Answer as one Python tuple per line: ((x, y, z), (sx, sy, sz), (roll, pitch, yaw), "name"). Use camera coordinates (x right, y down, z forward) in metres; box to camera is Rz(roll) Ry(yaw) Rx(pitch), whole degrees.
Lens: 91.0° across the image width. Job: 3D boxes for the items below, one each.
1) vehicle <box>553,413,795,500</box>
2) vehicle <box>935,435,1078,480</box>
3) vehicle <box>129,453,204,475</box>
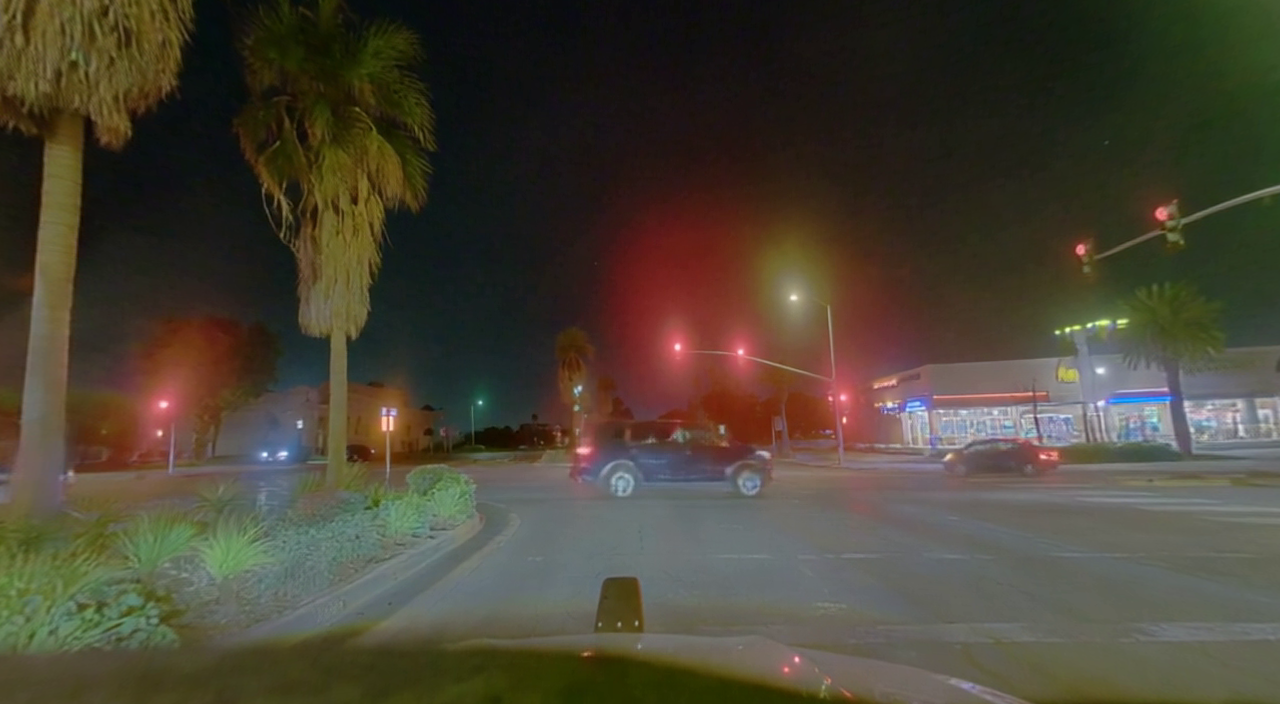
((0.741, 2.592, 15.790), (5.619, 1.951, 2.321), (1, -8, -4), "vehicle")
((14.979, 4.339, 26.083), (4.722, 1.717, 2.000), (-3, -9, 19), "vehicle")
((-37.258, 8.816, 49.674), (2.160, 1.565, 4.868), (0, -9, -1), "vehicle")
